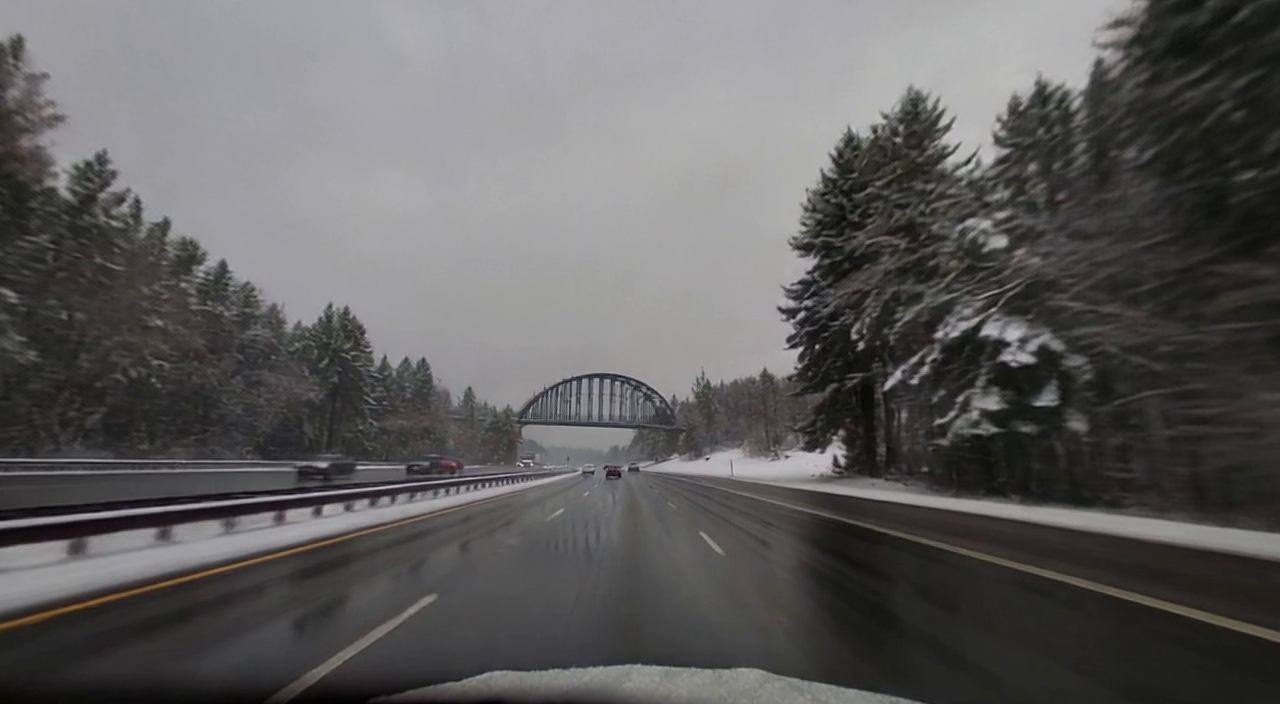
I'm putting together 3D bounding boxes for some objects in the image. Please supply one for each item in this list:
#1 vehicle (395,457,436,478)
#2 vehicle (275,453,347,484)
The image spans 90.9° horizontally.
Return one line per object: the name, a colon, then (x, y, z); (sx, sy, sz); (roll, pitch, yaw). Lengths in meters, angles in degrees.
vehicle: (-17.073, 8.830, 48.088); (1.868, 1.456, 3.665); (1, -10, -2)
vehicle: (-17.055, 6.073, 32.851); (1.763, 1.450, 3.772); (1, -10, -1)
